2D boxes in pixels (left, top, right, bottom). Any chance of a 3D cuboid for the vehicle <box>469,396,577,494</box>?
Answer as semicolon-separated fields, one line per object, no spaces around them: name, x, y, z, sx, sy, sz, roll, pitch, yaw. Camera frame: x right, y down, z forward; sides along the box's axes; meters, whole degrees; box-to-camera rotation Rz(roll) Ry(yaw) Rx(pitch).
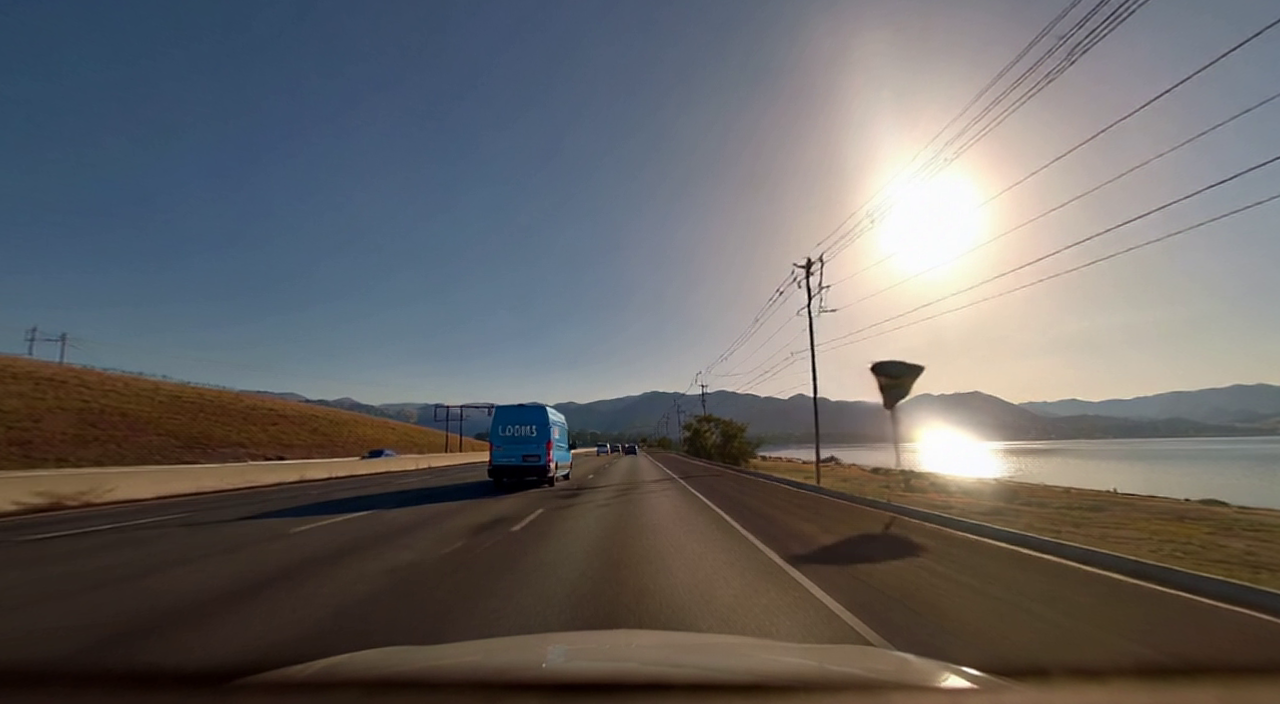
vehicle;-3.654;3.114;21.279;2.331;2.757;6.581;0;-8;0
